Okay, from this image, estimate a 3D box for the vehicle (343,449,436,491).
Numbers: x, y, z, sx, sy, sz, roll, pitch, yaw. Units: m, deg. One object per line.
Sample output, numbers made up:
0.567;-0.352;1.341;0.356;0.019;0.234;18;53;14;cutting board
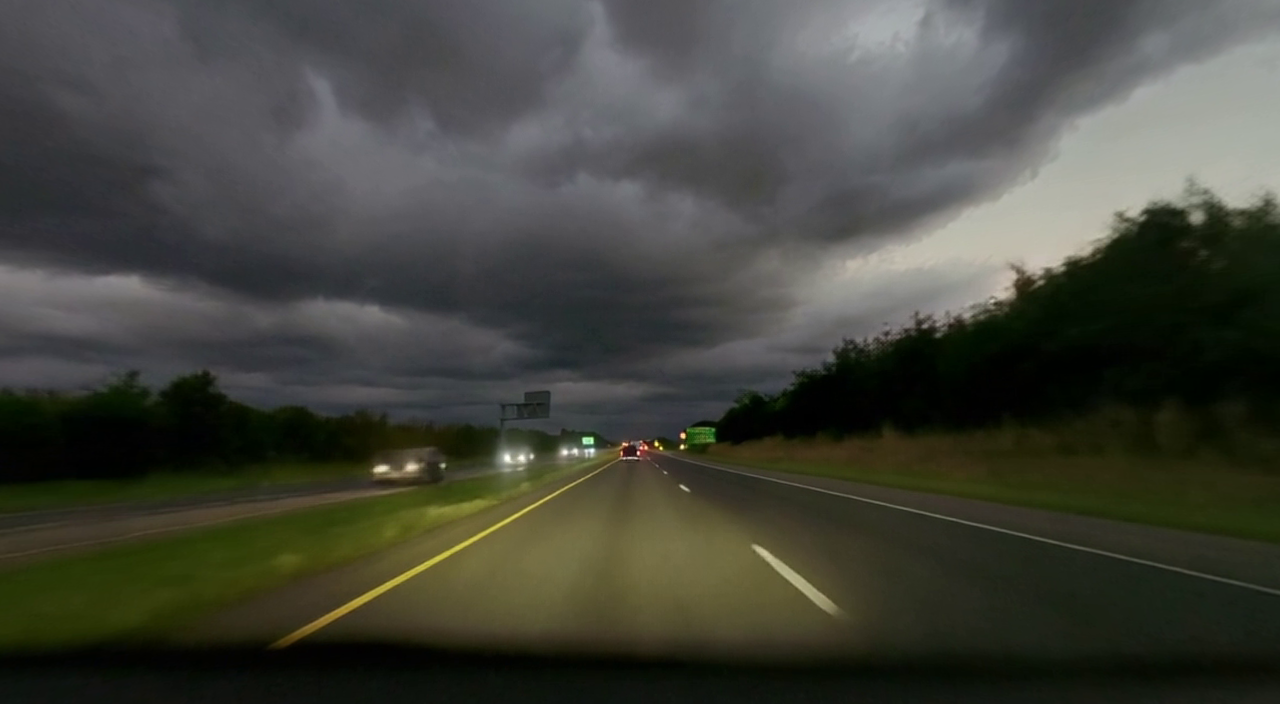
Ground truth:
-10.044;4.720;25.520;1.930;1.526;4.458;0;-9;0;vehicle
